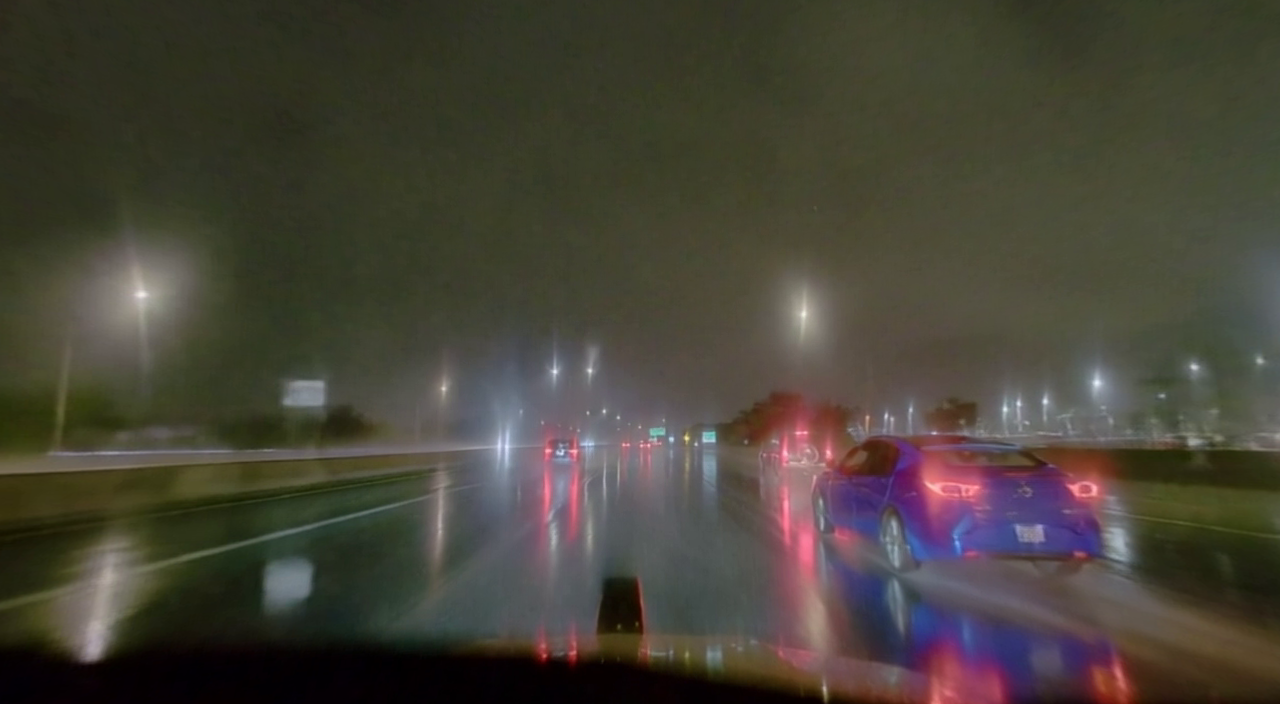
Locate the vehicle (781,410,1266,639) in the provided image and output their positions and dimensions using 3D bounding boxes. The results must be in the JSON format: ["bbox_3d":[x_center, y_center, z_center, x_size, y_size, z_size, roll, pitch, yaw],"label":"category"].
[{"bbox_3d":[3.193,1.547,6.865,2.107,1.550,4.949,0,-8,-1],"label":"vehicle"}]

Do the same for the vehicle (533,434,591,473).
[{"bbox_3d":[-3.718,4.952,30.911,2.193,1.746,4.512,0,-8,1],"label":"vehicle"}]
